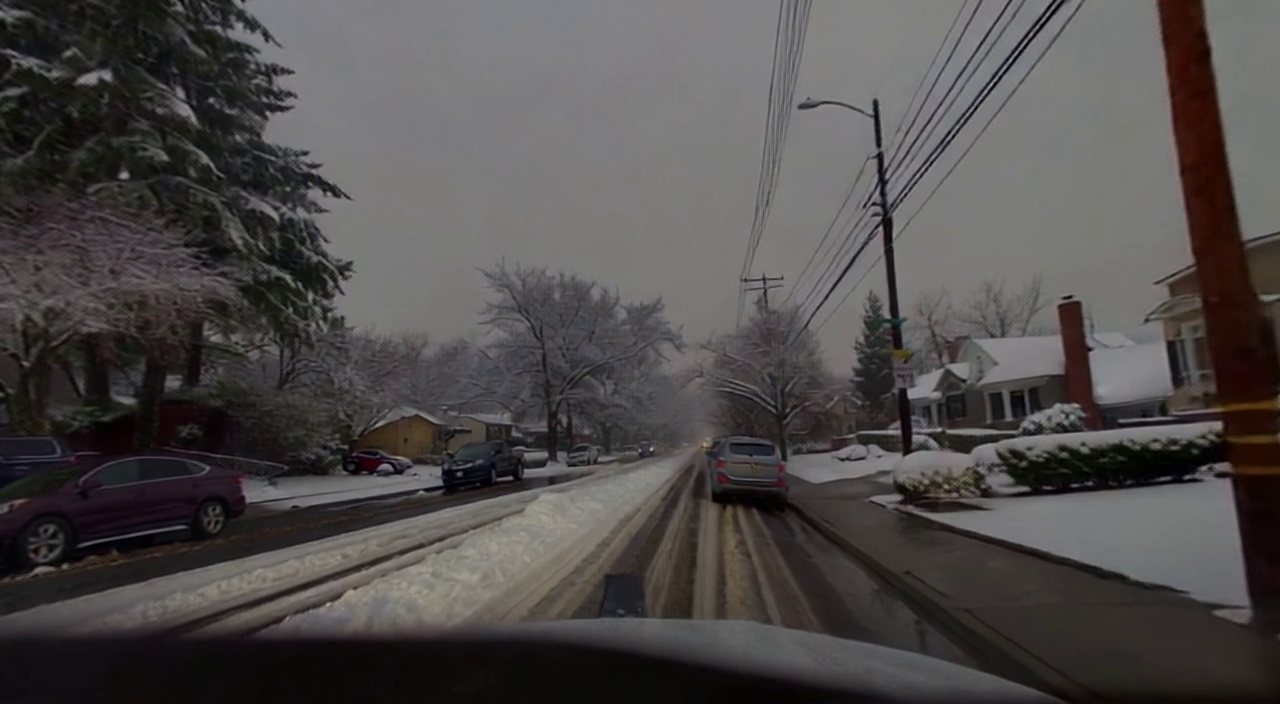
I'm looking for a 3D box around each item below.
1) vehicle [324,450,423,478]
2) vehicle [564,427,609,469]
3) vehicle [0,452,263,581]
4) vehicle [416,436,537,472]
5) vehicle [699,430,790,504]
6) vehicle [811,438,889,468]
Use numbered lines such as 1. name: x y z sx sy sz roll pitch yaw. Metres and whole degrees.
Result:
1. vehicle: -14.180 5.962 33.735 4.481 1.420 1.712 0 -9 3
2. vehicle: -3.883 7.192 47.269 2.199 2.902 5.848 -1 -9 7
3. vehicle: -8.180 2.240 9.370 1.968 1.449 4.502 -1 -9 8
4. vehicle: -9.585 6.011 37.360 6.488 2.009 2.354 -1 -9 7
5. vehicle: 2.478 2.706 15.194 1.908 1.572 3.105 -1 -9 8
6. vehicle: 12.399 5.991 37.568 4.075 1.674 1.811 -1 -9 8
